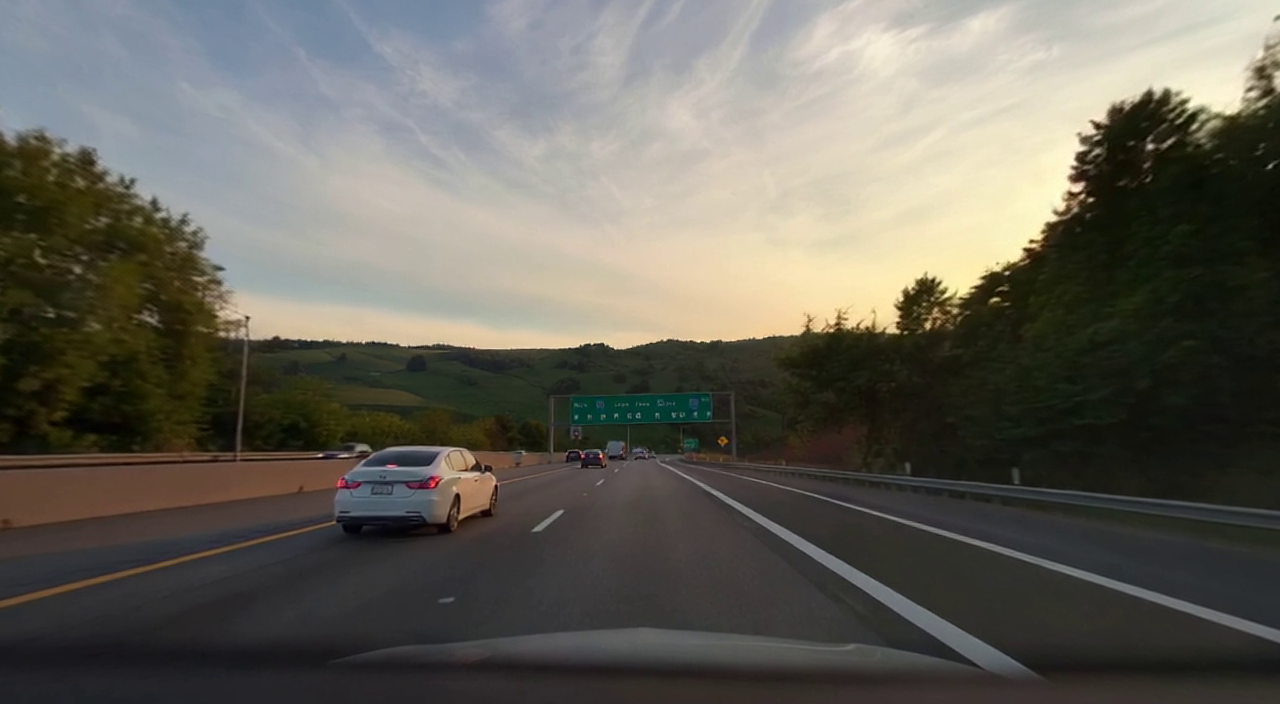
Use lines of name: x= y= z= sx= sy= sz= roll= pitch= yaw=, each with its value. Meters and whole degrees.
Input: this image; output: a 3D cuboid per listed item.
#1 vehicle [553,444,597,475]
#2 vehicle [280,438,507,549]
vehicle: x=-3.676 y=6.177 z=36.437 sx=2.073 sy=1.694 sz=4.162 roll=0 pitch=-9 yaw=1
vehicle: x=-3.744 y=2.234 z=10.654 sx=1.988 sy=1.440 sz=4.504 roll=0 pitch=-9 yaw=0
